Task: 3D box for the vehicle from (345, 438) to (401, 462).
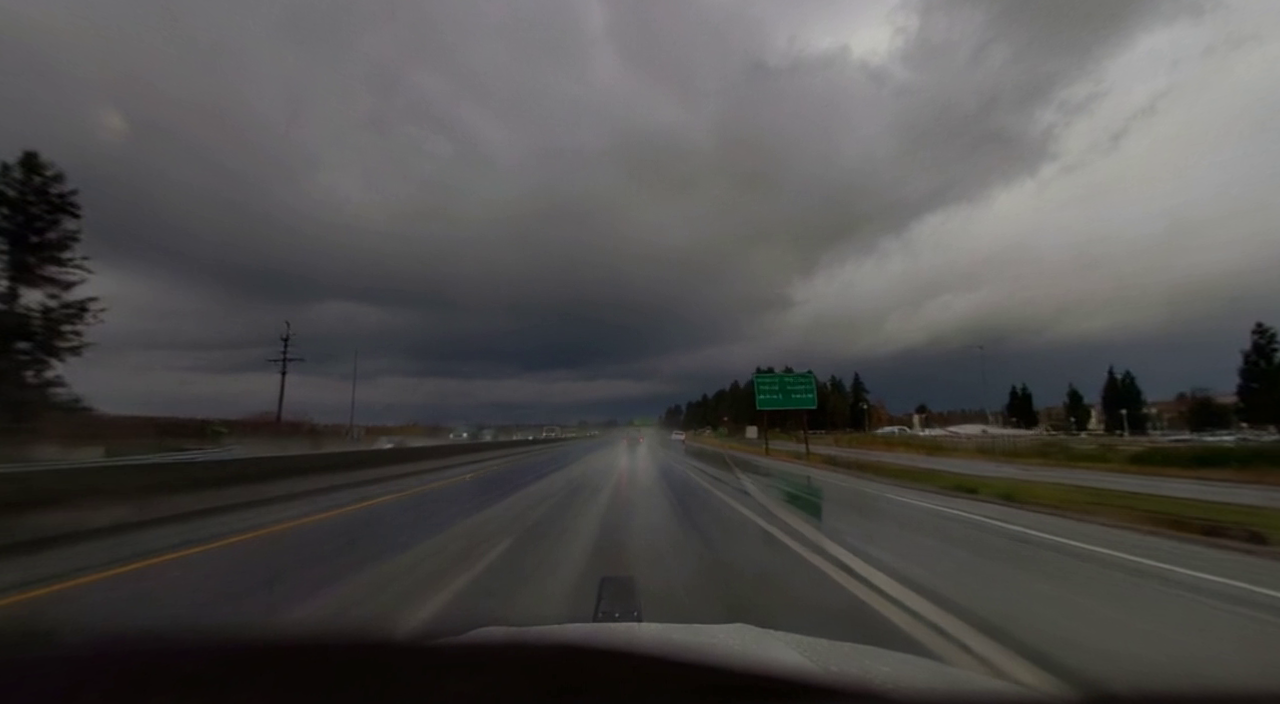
[{"bbox_3d":[-17.879,6.557,42.454,1.817,1.479,4.483,0,-8,0],"label":"vehicle"}]
